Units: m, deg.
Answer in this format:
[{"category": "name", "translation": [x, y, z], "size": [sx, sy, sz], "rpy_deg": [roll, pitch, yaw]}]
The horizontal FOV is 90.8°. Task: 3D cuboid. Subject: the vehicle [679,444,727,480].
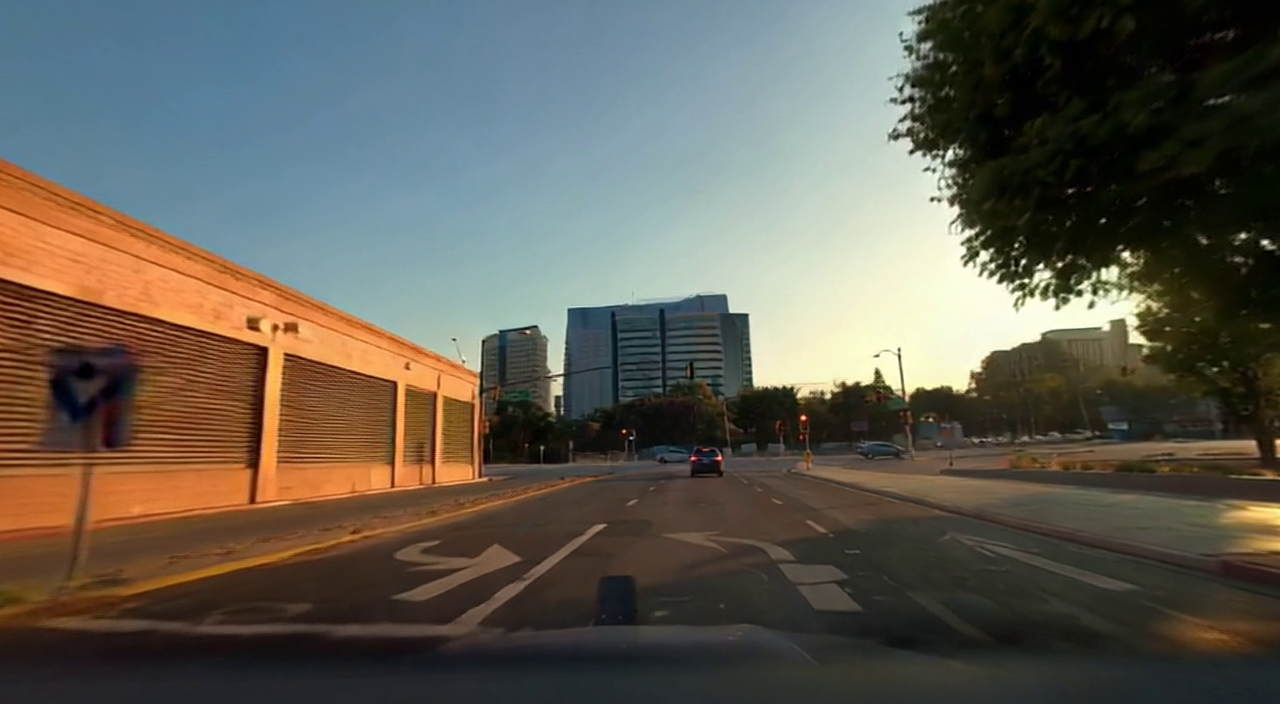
[{"category": "vehicle", "translation": [3.147, 5.450, 31.672], "size": [2.218, 1.657, 4.551], "rpy_deg": [-1, -8, 6]}]
